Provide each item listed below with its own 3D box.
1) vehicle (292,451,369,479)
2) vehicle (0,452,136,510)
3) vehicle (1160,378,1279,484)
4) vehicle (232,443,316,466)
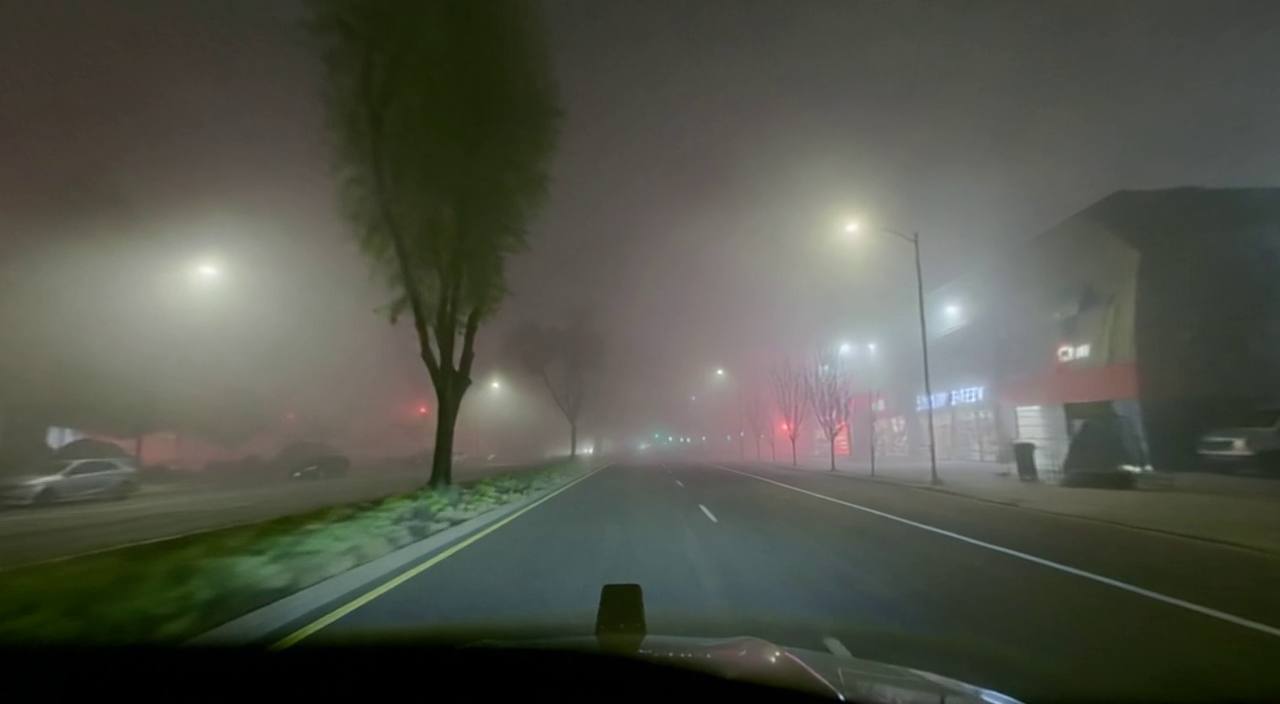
[{"bbox_3d":[-18.806,6.867,38.441,2.121,1.567,5.042,0,-9,0],"label":"vehicle"},{"bbox_3d":[-19.171,4.024,20.032,2.071,1.595,4.822,0,-9,1],"label":"vehicle"},{"bbox_3d":[21.652,2.629,20.603,2.977,3.311,6.892,0,-9,-1],"label":"vehicle"},{"bbox_3d":[-26.413,7.415,45.470,4.727,1.611,1.960,1,-9,-7],"label":"vehicle"}]
